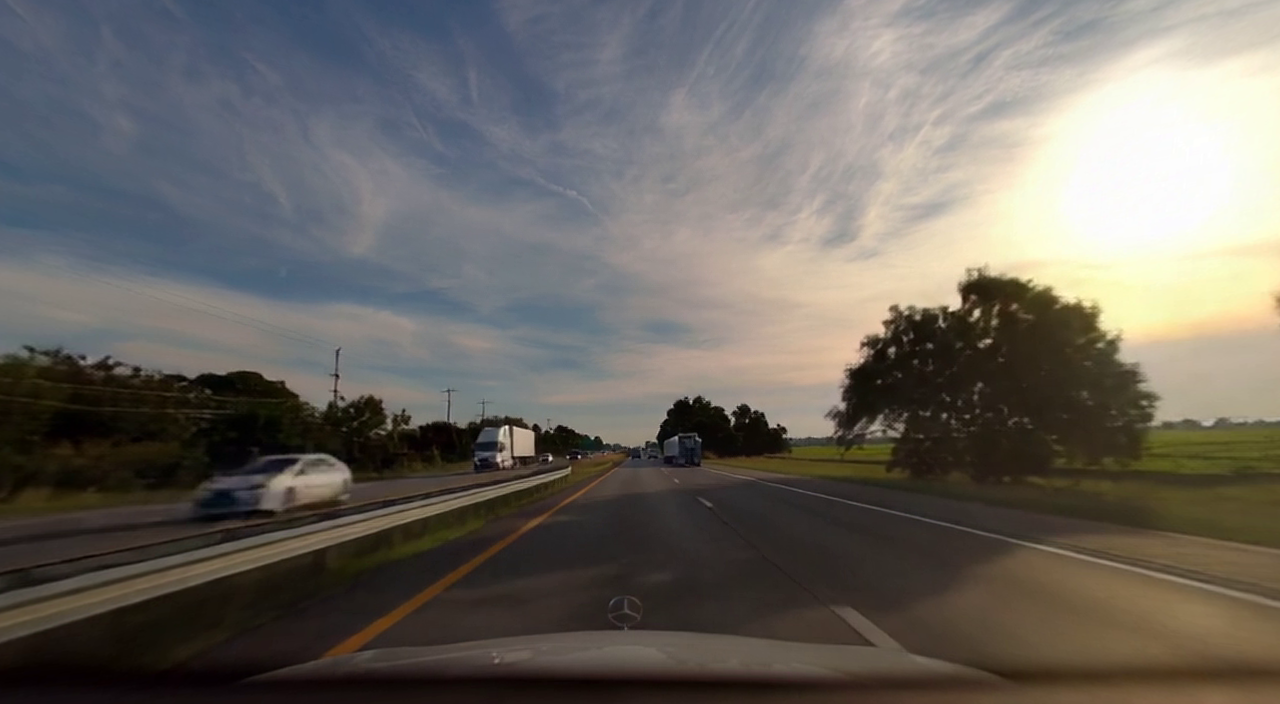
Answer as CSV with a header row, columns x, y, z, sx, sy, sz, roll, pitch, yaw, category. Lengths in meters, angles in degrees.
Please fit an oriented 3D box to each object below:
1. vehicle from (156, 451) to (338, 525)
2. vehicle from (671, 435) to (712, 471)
x,y,z,sx,sy,sz,roll,pitch,yaw,category
-8.924,3.064,14.743,1.848,1.478,3.697,0,-9,0,vehicle
3.827,7.727,48.170,2.472,2.562,5.594,0,-9,-2,vehicle
